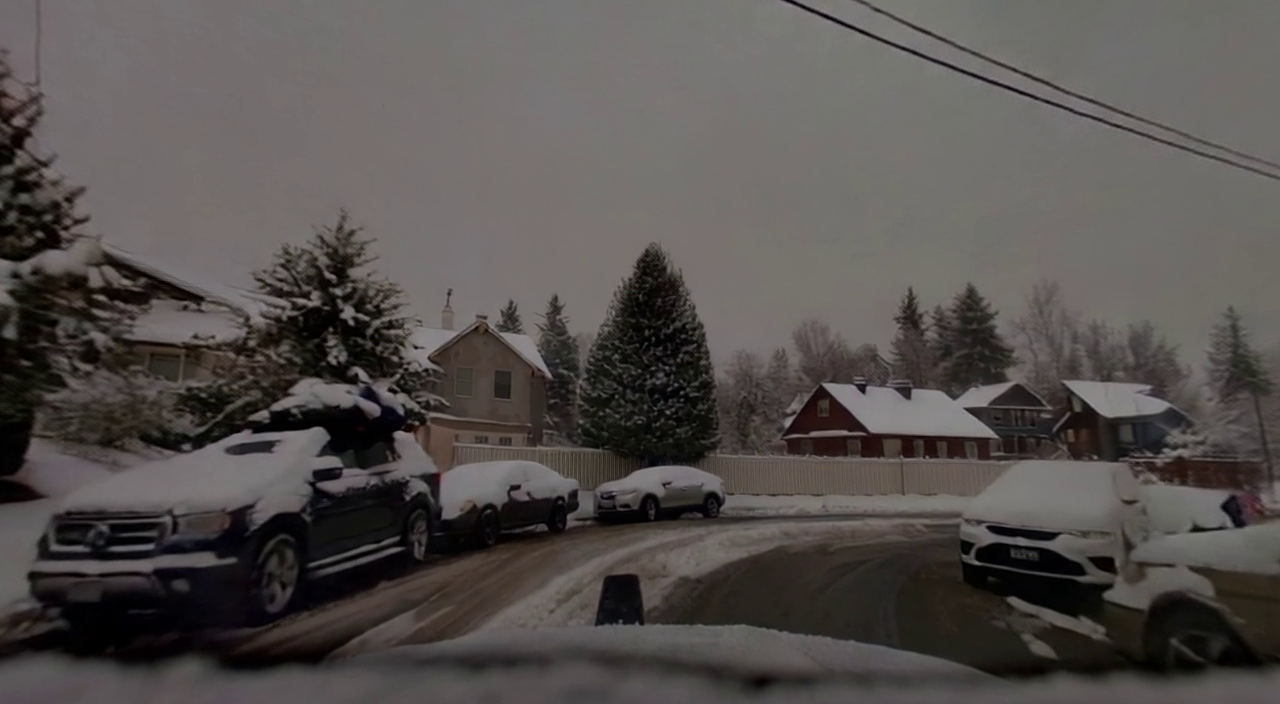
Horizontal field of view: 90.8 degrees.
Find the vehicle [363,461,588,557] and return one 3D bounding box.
[{"bbox_3d":[-2.918,2.987,12.477,1.943,1.475,4.701,-6,-12,19],"label":"vehicle"}]

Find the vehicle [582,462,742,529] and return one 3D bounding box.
[{"bbox_3d":[0.704,3.992,18.076,4.217,1.547,2.082,7,-11,-39],"label":"vehicle"}]

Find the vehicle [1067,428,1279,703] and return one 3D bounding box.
[{"bbox_3d":[3.668,0.902,1.540,1.910,1.477,4.569,0,-9,-2],"label":"vehicle"}]

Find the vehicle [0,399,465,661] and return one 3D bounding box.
[{"bbox_3d":[-3.896,1.759,6.926,2.247,1.702,5.043,-4,-12,4],"label":"vehicle"}]
